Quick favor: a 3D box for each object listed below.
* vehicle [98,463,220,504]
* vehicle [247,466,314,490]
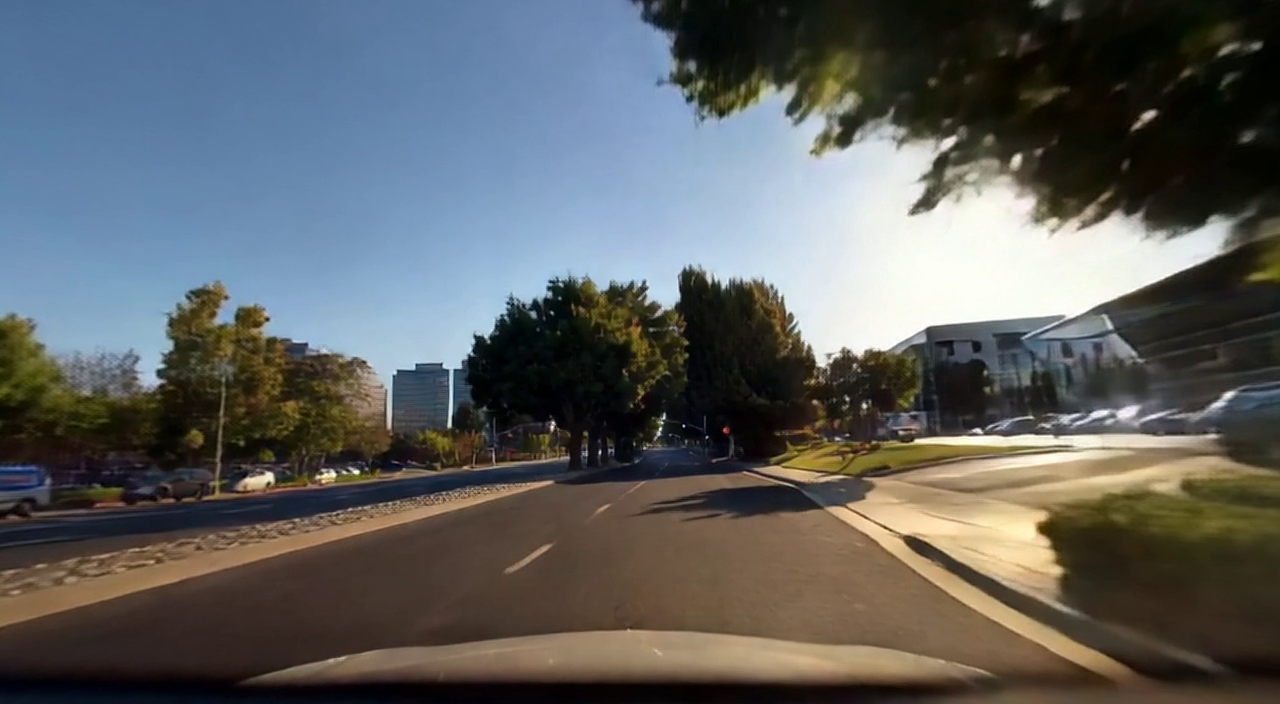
[{"bbox_3d":[-22.585,6.162,29.872,1.918,1.503,4.632,-6,-10,4],"label":"vehicle"},{"bbox_3d":[-24.471,8.580,43.062,1.827,1.370,4.191,-1,-8,6],"label":"vehicle"}]
